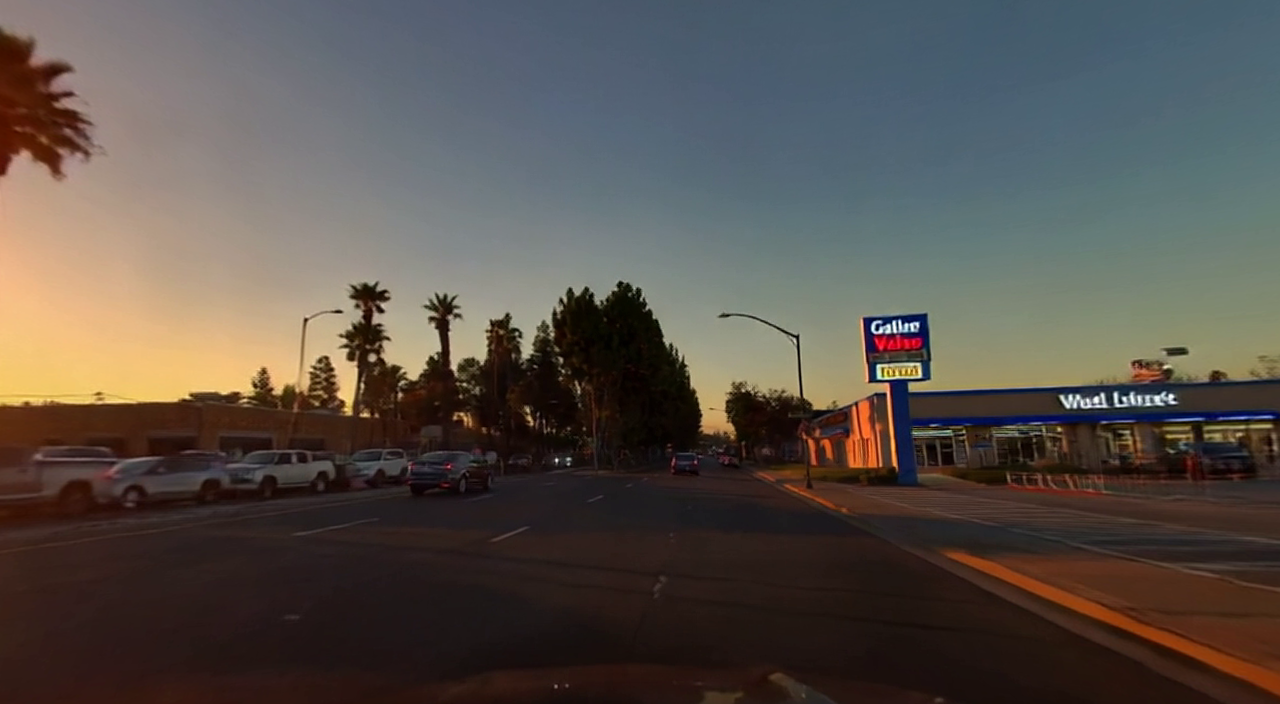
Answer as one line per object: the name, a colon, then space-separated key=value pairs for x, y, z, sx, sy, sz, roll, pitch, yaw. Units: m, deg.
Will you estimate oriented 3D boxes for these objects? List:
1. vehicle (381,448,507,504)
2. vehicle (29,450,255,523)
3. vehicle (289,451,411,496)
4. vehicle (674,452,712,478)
vehicle: x=-5.870 y=3.747 z=19.548 sx=2.090 sy=1.520 sz=4.452 roll=-1 pitch=-9 yaw=6
vehicle: x=-11.606 y=3.106 z=15.137 sx=1.776 sy=1.448 sz=4.137 roll=-1 pitch=-9 yaw=6
vehicle: x=-10.796 y=4.520 z=23.914 sx=1.981 sy=1.493 sz=4.721 roll=-1 pitch=-9 yaw=6
vehicle: x=3.398 y=7.097 z=39.700 sx=2.139 sy=1.461 sz=4.918 roll=-1 pitch=-9 yaw=8
